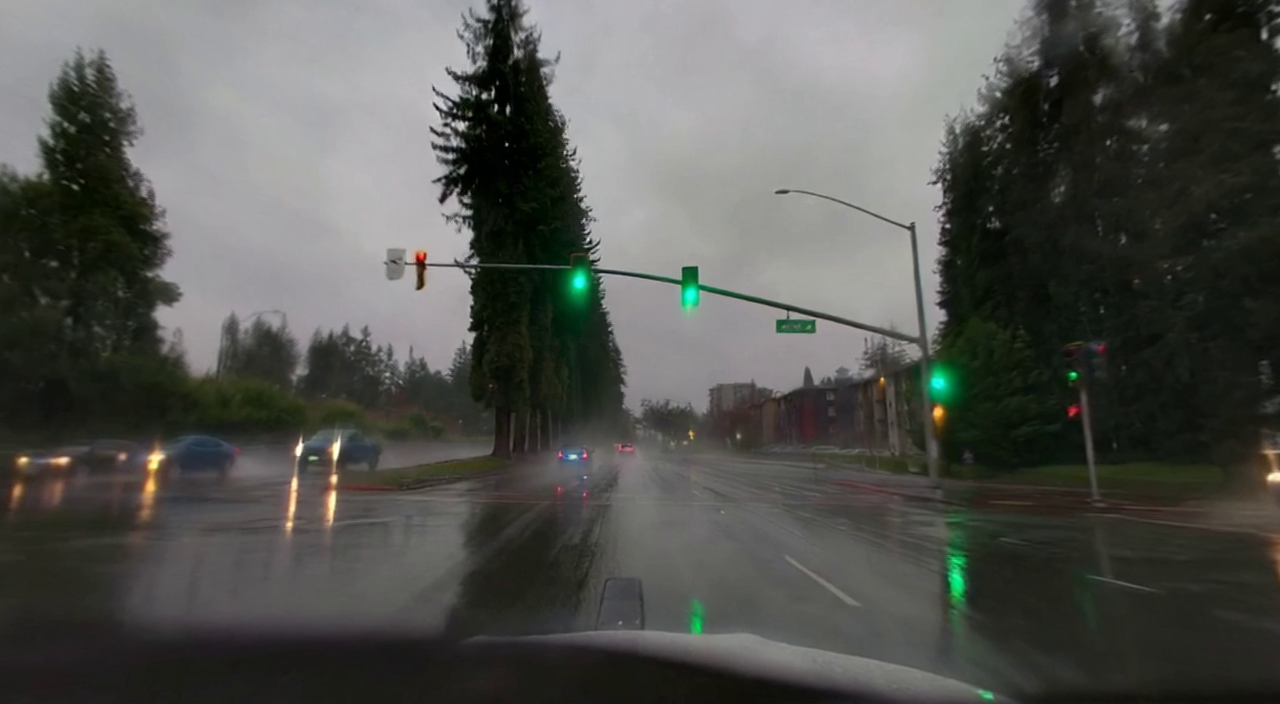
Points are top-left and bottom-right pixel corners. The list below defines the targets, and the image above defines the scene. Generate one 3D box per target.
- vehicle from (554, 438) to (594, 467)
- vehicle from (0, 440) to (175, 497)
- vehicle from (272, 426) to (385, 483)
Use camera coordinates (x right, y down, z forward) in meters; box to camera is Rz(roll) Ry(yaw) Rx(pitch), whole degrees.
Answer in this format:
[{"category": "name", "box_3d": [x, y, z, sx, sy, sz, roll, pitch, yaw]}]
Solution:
[{"category": "vehicle", "box_3d": [-4.044, 6.256, 39.476, 2.042, 1.686, 4.372, 0, -9, 0]}, {"category": "vehicle", "box_3d": [-16.227, 3.395, 18.810, 1.798, 1.504, 3.803, 0, -9, 0]}, {"category": "vehicle", "box_3d": [-12.786, 4.224, 26.410, 2.268, 2.038, 5.024, -2, -8, -1]}]
